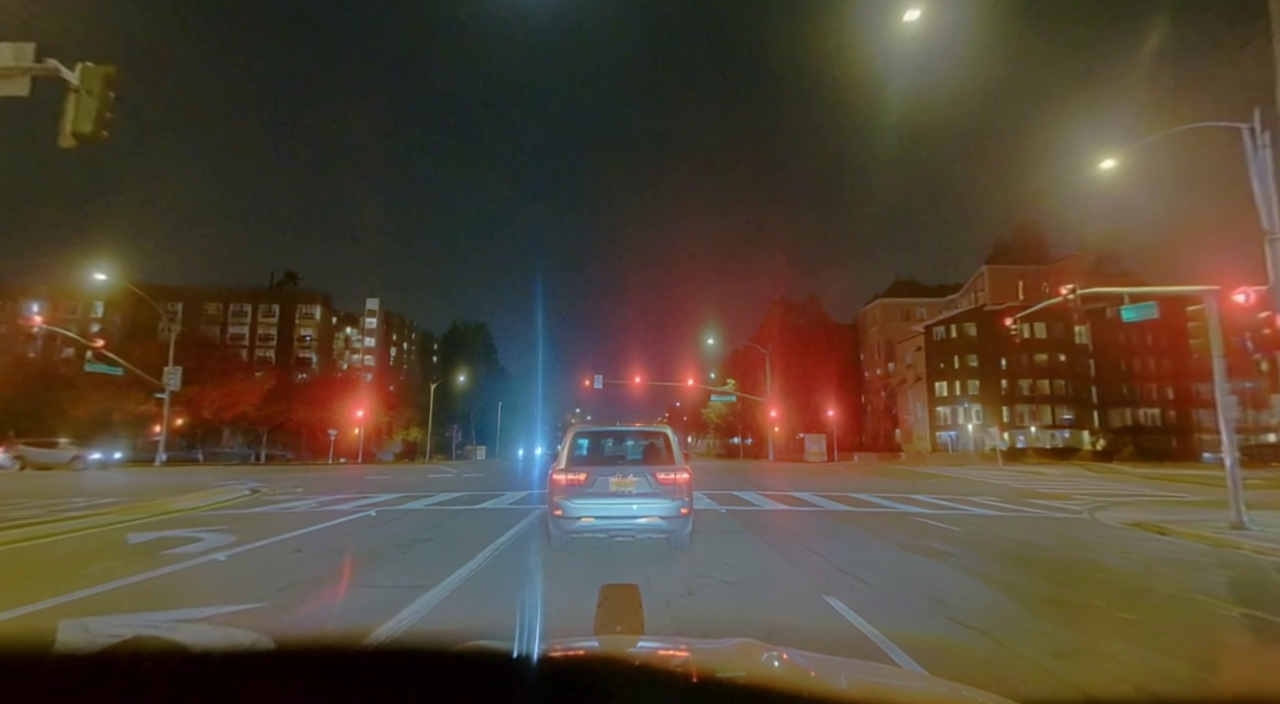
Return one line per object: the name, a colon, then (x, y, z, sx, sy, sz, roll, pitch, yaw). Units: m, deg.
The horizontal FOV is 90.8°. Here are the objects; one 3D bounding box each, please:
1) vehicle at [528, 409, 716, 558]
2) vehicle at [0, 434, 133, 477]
vehicle: (-0.235, 1.742, 9.002, 2.066, 1.618, 3.922, 0, -8, -1)
vehicle: (-25.232, 4.453, 27.210, 4.912, 1.731, 2.022, 0, -8, -1)
